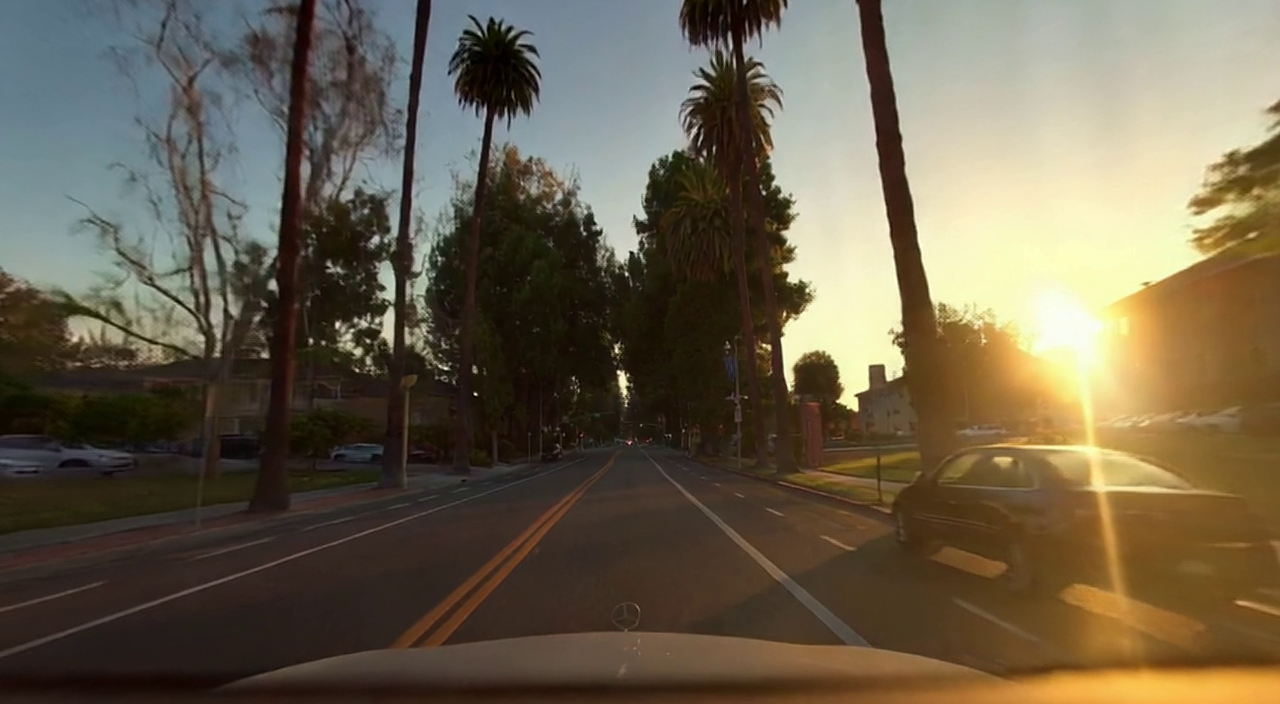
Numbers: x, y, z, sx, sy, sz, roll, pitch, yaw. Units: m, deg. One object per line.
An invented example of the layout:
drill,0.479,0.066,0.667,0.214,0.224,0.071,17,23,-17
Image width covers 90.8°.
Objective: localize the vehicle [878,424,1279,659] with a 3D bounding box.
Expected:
vehicle,4.476,1.689,6.804,1.997,1.640,4.494,0,-9,-1
